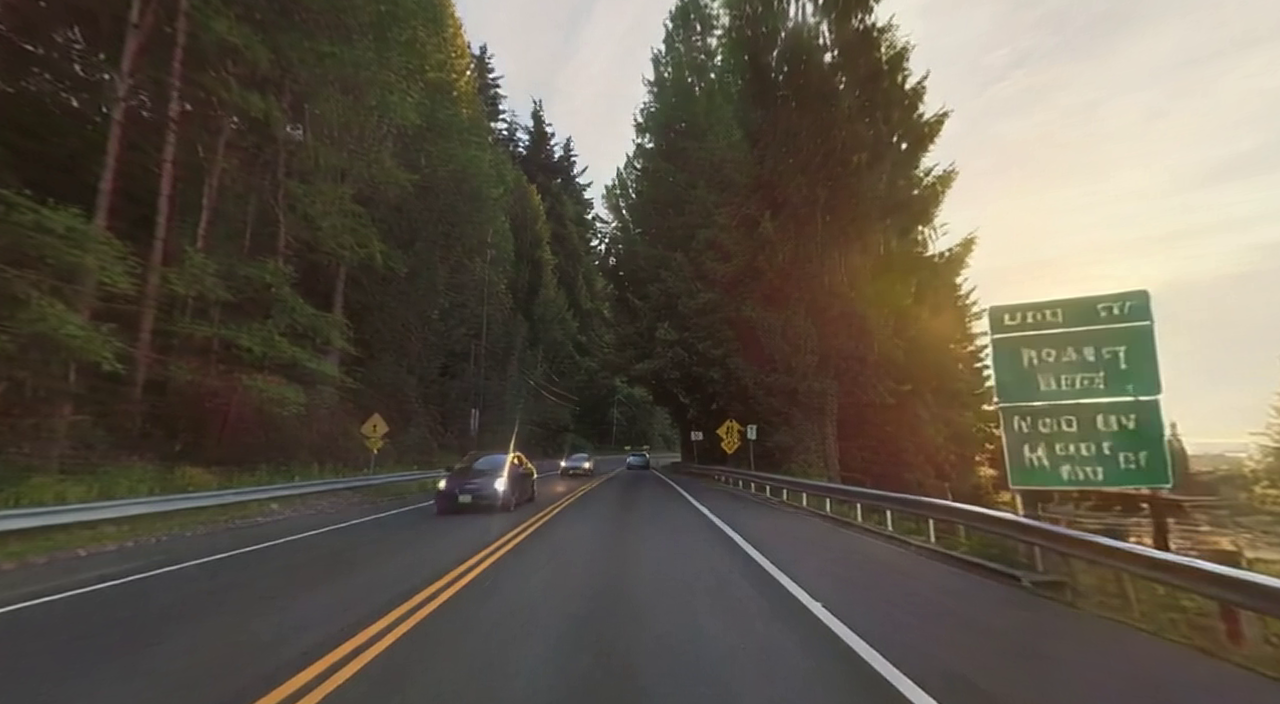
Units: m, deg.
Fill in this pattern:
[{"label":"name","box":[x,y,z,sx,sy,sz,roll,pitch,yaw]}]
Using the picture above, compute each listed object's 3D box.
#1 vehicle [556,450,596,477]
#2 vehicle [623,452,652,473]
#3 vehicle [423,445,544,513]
[{"label":"vehicle","box":[-3.908,6.889,39.225,2.065,1.517,4.225,0,-9,0]},{"label":"vehicle","box":[-0.219,8.100,46.488,2.067,1.486,3.861,0,-9,-1]},{"label":"vehicle","box":[-3.839,3.178,16.355,1.981,1.486,4.348,0,-9,1]}]
